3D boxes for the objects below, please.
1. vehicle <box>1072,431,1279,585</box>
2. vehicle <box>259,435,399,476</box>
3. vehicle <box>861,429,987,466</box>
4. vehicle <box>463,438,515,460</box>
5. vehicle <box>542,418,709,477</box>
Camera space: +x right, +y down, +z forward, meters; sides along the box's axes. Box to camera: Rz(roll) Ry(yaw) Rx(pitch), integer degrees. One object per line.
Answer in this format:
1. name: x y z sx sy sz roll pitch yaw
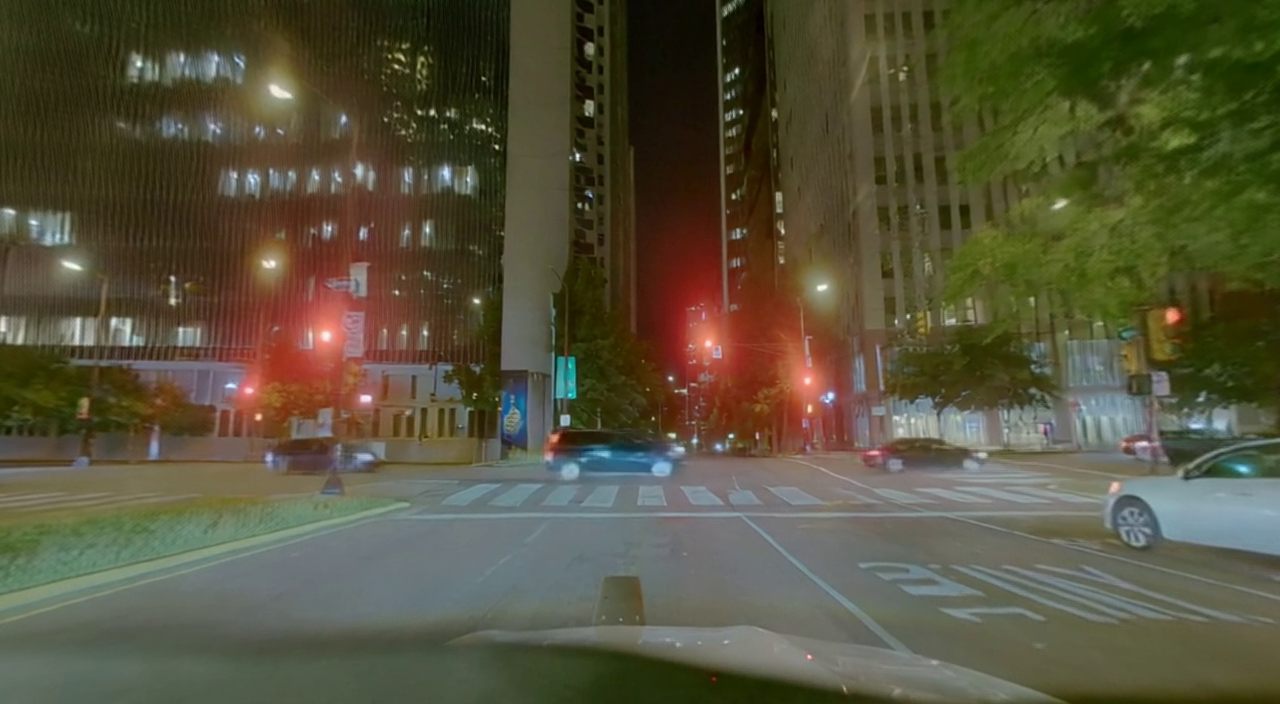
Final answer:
1. vehicle: 7.203 1.571 6.531 1.936 1.489 4.885 0 -9 -1
2. vehicle: -12.097 4.053 24.834 4.482 1.492 1.805 0 -9 -4
3. vehicle: 12.021 4.065 26.883 4.503 1.475 1.789 0 -9 -4
4. vehicle: -10.803 6.988 45.493 1.964 1.476 4.593 -2 -9 10
5. vehicle: -0.546 3.397 22.588 5.659 1.967 2.149 0 -9 -4
